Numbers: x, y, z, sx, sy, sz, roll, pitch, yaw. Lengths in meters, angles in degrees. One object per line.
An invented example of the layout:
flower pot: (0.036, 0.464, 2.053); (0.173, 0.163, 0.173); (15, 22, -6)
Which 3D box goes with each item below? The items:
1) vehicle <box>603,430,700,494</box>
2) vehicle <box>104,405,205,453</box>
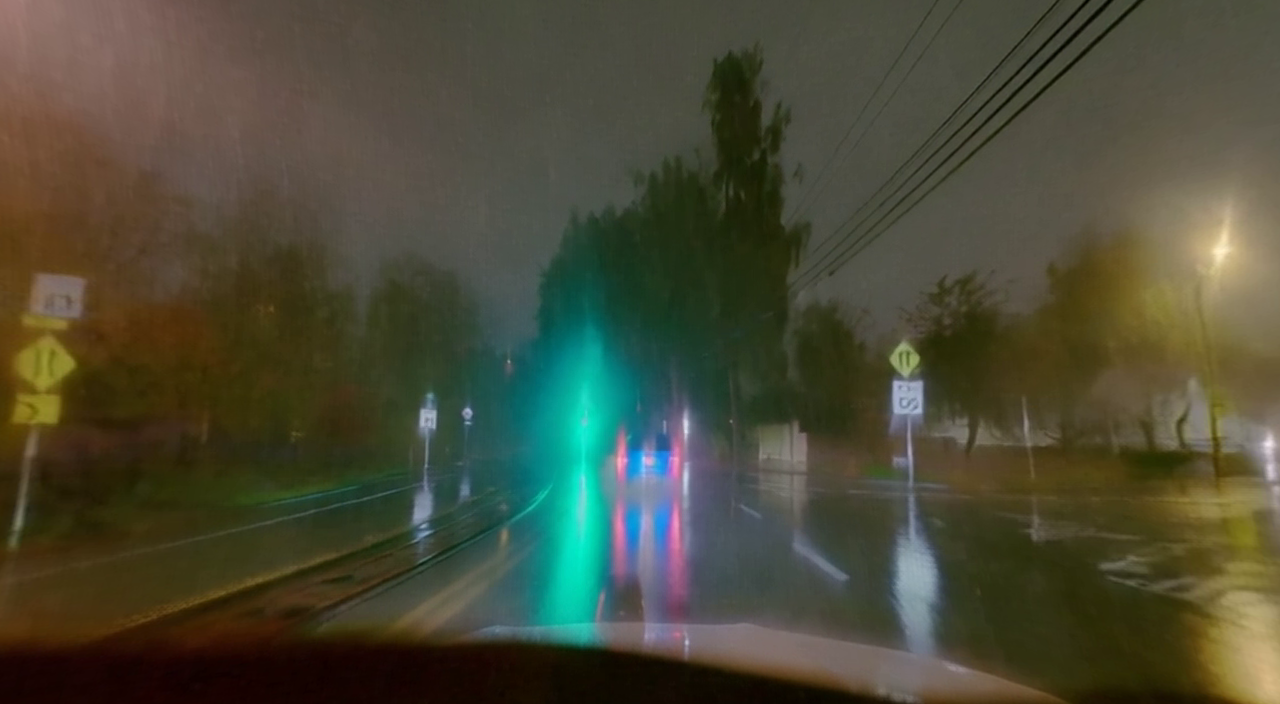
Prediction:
vehicle: (0.177, 2.929, 17.217); (2.295, 1.510, 4.364); (0, -8, -3)
vehicle: (-31.216, 5.078, 41.021); (2.983, 2.816, 7.042); (3, -9, -20)
